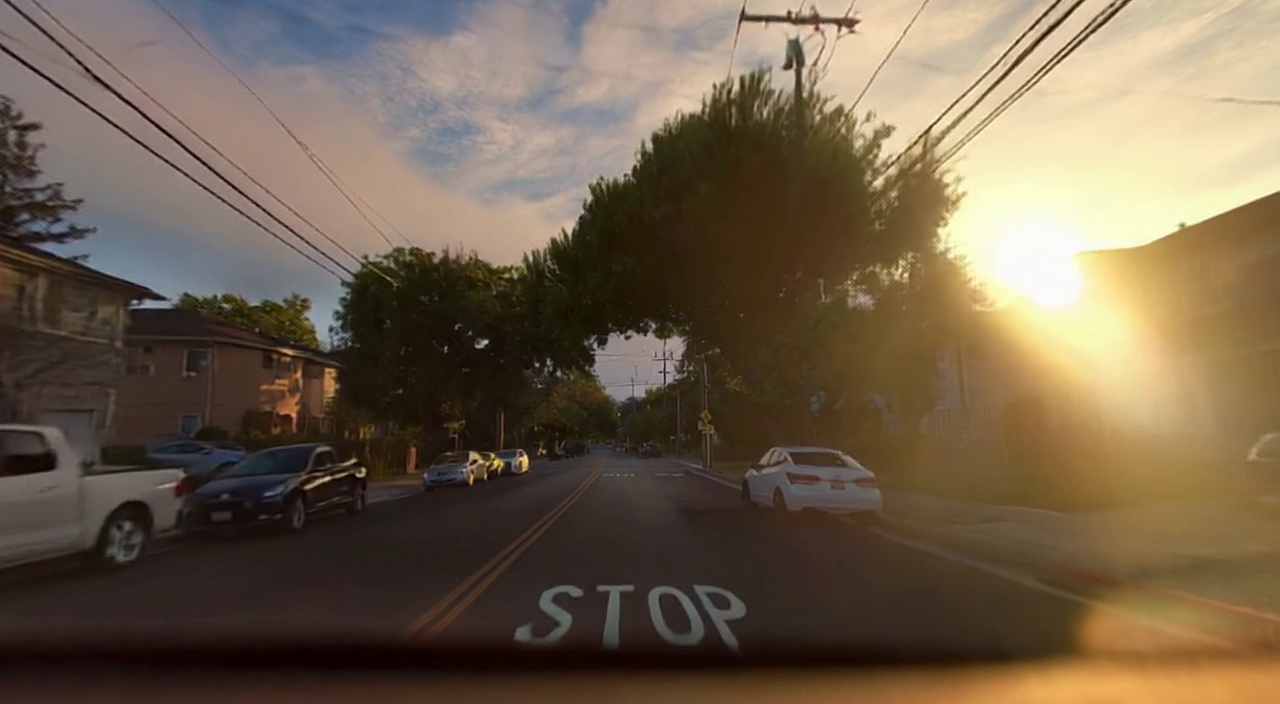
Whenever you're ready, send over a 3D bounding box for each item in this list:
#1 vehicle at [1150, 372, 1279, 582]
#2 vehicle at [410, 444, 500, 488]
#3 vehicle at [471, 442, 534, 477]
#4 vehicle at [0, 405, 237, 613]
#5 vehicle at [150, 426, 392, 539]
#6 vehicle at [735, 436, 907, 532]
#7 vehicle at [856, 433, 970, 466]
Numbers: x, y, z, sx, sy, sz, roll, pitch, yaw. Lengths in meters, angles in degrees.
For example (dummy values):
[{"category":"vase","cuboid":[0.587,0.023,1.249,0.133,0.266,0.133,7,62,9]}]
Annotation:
[{"category":"vehicle","cuboid":[8.415,1.031,5.647,5.541,1.820,2.319,-2,-10,1]},{"category":"vehicle","cuboid":[-6.811,4.225,23.829,2.056,1.481,4.451,0,-9,0]},{"category":"vehicle","cuboid":[-6.546,5.186,30.602,2.026,1.560,4.062,0,-9,2]},{"category":"vehicle","cuboid":[-6.546,1.400,5.777,2.136,1.757,5.365,0,-9,0]},{"category":"vehicle","cuboid":[-6.561,2.351,12.025,1.896,1.703,4.586,0,-9,-1]},{"category":"vehicle","cuboid":[3.367,2.561,13.057,1.963,1.536,5.446,0,-9,0]},{"category":"vehicle","cuboid":[16.874,6.059,39.278,6.022,1.953,2.250,0,-9,1]}]
